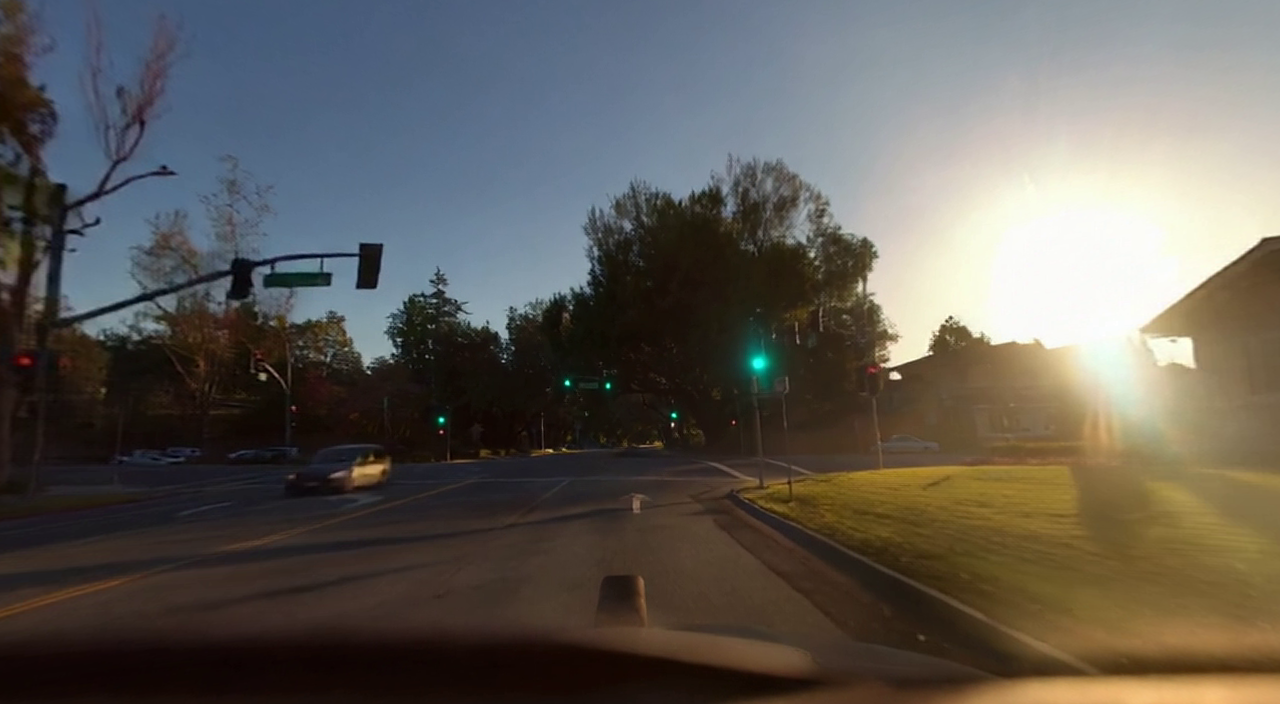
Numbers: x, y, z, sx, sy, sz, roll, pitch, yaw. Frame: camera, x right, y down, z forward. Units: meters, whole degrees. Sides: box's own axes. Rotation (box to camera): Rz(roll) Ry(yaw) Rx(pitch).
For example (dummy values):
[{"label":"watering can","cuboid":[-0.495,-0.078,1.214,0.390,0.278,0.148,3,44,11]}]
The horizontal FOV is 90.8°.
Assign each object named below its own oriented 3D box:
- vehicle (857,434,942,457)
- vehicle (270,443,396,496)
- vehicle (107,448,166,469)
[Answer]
[{"label":"vehicle","cuboid":[16.772,6.041,41.017,4.720,1.410,1.784,-1,-8,9]},{"label":"vehicle","cuboid":[-10.030,3.835,21.104,2.035,1.461,4.465,-3,-8,-1]},{"label":"vehicle","cuboid":[-39.044,8.261,49.104,1.959,1.590,4.105,3,-9,-15]}]
